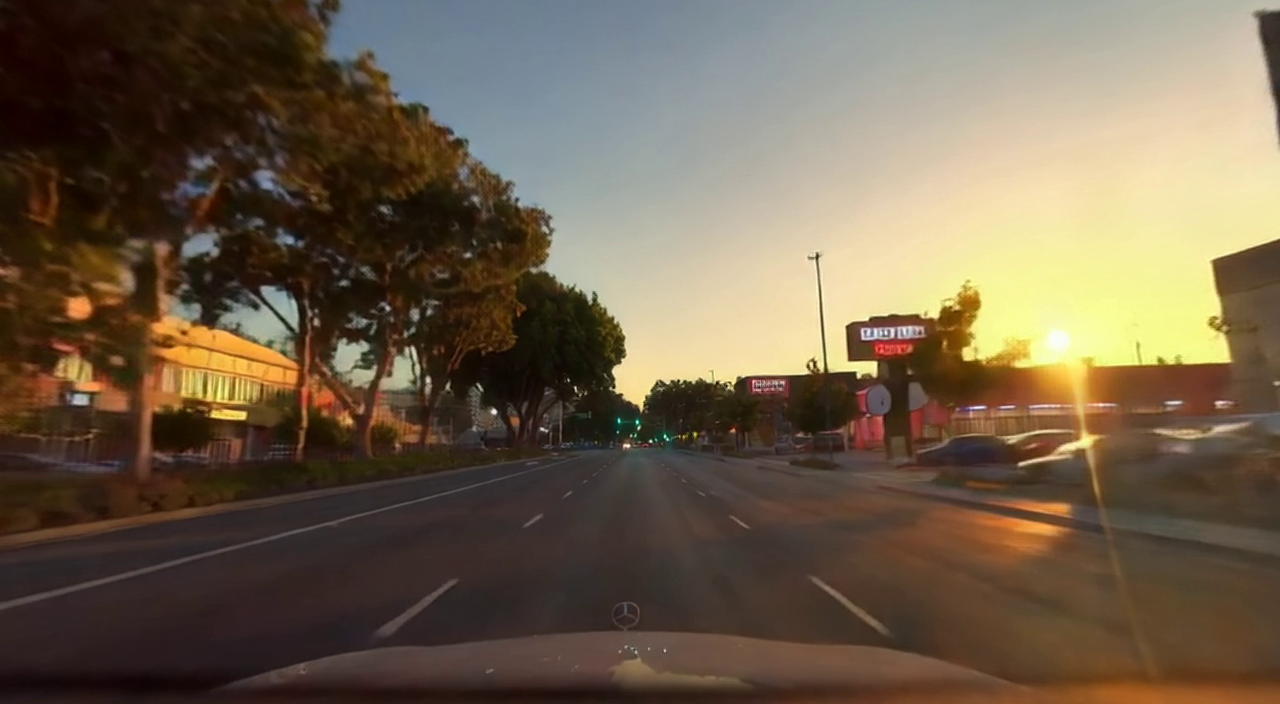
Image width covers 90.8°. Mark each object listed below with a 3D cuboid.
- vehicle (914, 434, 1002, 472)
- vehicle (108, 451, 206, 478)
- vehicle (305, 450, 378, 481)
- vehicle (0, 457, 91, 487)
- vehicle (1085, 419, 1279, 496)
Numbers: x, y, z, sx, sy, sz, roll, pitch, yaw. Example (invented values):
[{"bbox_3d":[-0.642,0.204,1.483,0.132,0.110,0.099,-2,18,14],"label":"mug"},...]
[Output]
[{"bbox_3d":[15.255,4.870,30.619,1.881,1.664,4.658,0,-9,1],"label":"vehicle"},{"bbox_3d":[-31.041,7.231,40.704,4.528,1.666,2.077,0,-9,-2],"label":"vehicle"},{"bbox_3d":[-16.001,6.064,34.127,1.872,1.505,4.296,0,-9,0],"label":"vehicle"},{"bbox_3d":[-31.332,6.150,32.395,4.593,1.433,1.711,0,-9,-2],"label":"vehicle"},{"bbox_3d":[13.352,2.419,14.717,4.386,1.570,2.043,-1,-9,-2],"label":"vehicle"}]
